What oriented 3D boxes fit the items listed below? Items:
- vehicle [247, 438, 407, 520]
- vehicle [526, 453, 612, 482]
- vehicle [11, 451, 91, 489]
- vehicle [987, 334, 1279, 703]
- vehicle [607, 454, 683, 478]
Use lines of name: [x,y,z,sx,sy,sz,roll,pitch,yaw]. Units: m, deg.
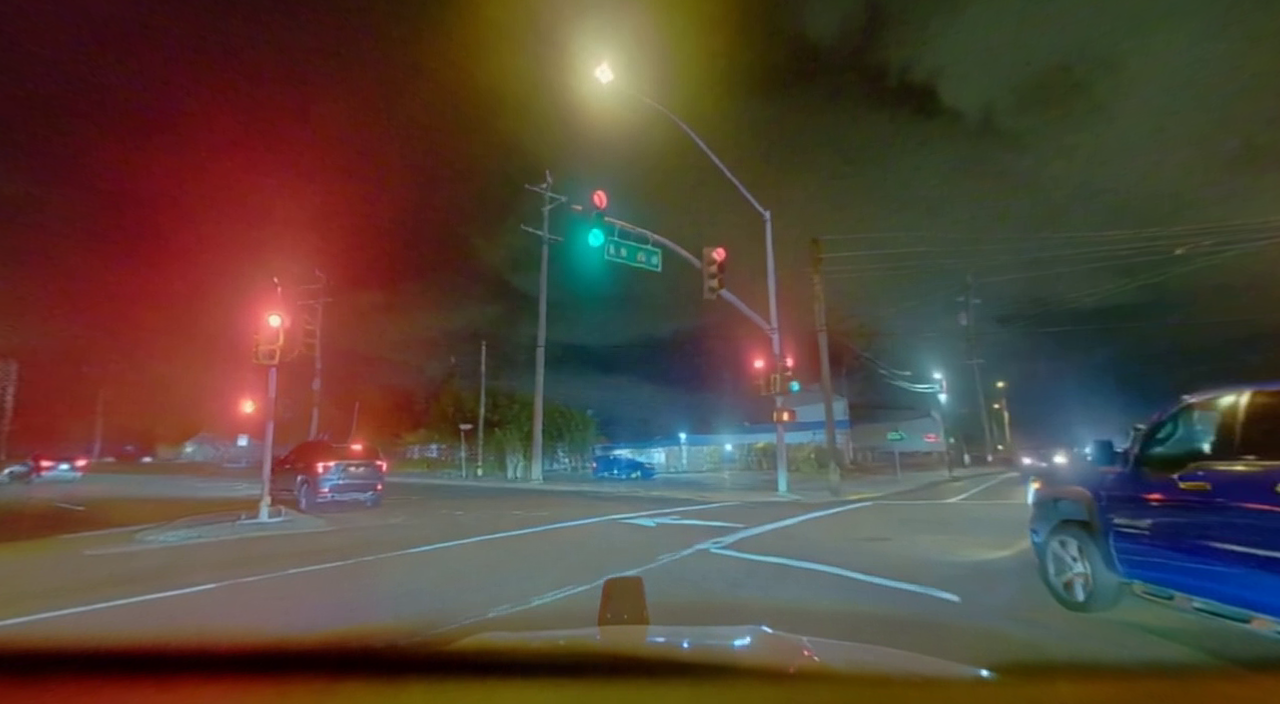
vehicle: [-8.499,3.272,16.912,4.889,1.842,2.141,-8,-12,43]
vehicle: [-4.054,6.618,36.468,4.661,1.480,1.913,7,-11,-41]
vehicle: [-29.759,5.897,31.782,4.498,1.725,1.921,-6,-11,35]
vehicle: [4.002,0.759,2.427,2.036,1.818,5.192,0,-9,-4]
vehicle: [0.324,7.084,39.356,4.495,1.399,1.715,4,-9,-25]
